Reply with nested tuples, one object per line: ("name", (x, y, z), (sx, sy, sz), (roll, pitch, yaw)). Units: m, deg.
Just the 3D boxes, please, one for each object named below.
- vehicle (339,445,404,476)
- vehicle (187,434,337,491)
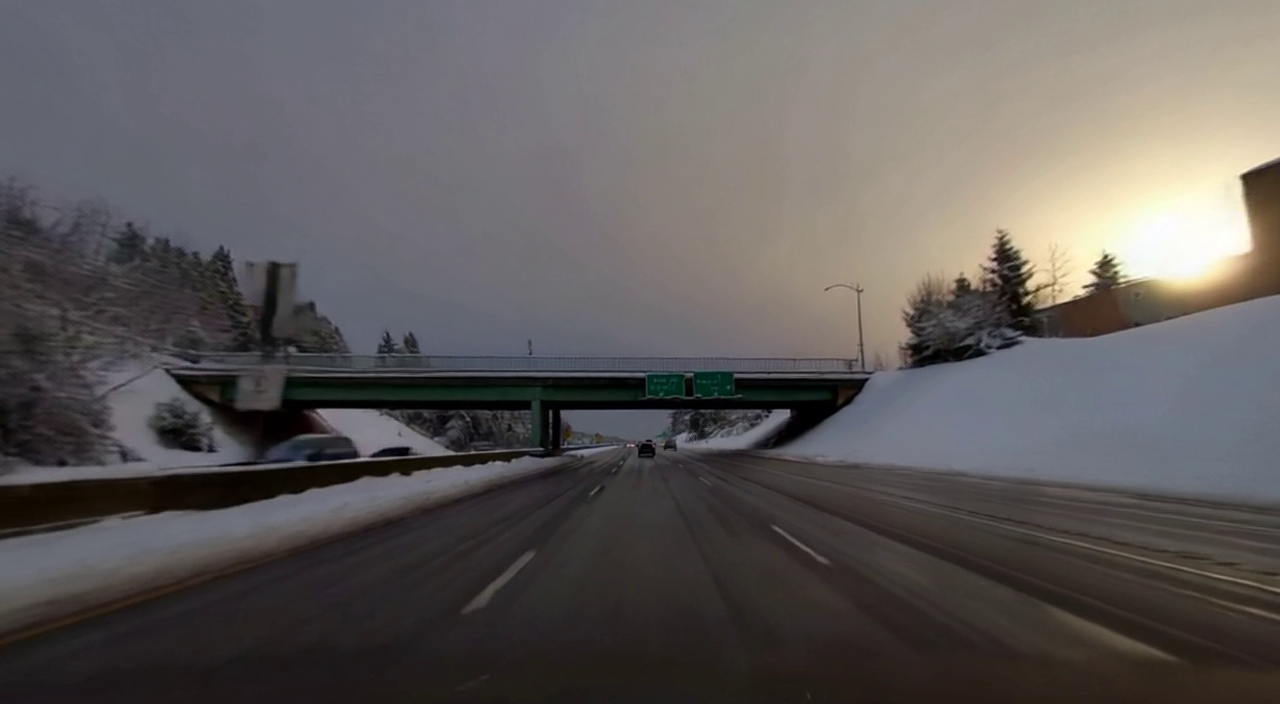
("vehicle", (-14.578, 5.905, 34.485), (1.766, 1.535, 3.904), (0, -8, 0))
("vehicle", (-11.870, 3.476, 20.268), (2.020, 1.615, 4.537), (0, -8, 0))
